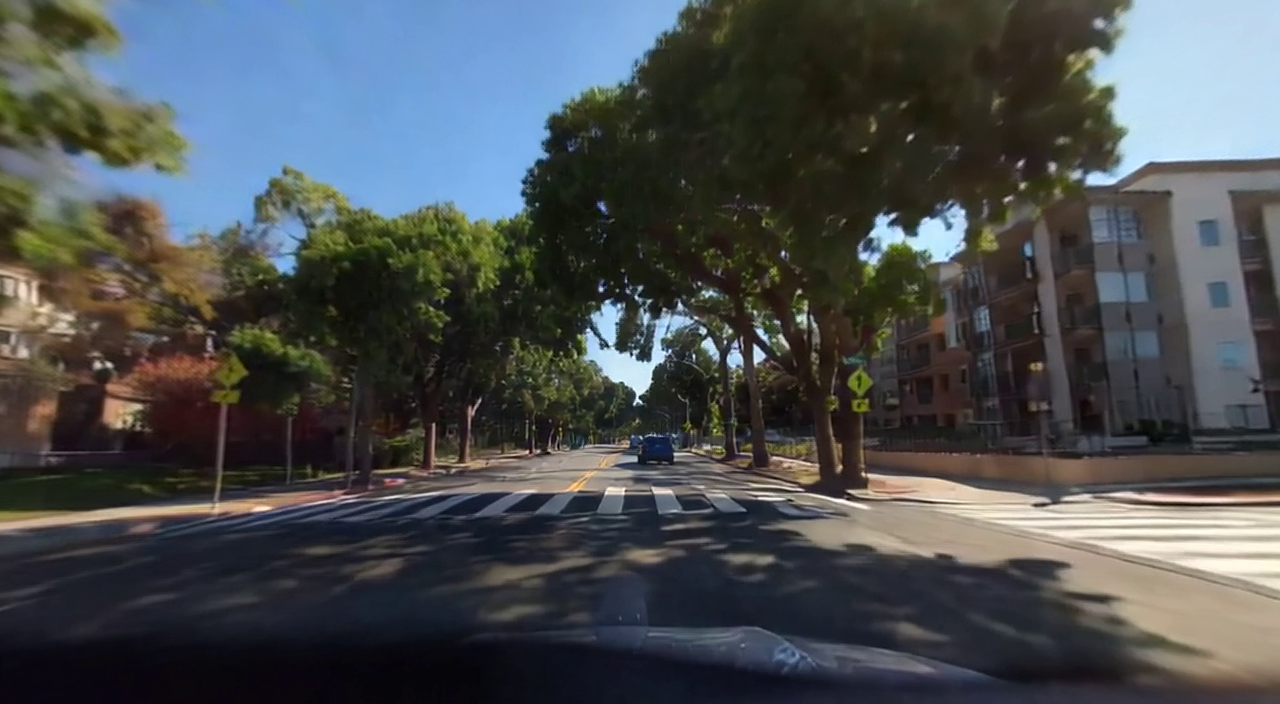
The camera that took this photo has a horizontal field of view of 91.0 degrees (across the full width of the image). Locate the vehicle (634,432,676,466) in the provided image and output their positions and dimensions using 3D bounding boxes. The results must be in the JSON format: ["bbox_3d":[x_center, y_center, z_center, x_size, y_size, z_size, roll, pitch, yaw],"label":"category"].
[{"bbox_3d":[0.742,5.120,33.391,1.981,1.703,3.691,0,-8,-2],"label":"vehicle"}]

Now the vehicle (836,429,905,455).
[{"bbox_3d":[17.159,6.752,47.000,4.237,1.819,2.245,-1,-9,0],"label":"vehicle"}]
